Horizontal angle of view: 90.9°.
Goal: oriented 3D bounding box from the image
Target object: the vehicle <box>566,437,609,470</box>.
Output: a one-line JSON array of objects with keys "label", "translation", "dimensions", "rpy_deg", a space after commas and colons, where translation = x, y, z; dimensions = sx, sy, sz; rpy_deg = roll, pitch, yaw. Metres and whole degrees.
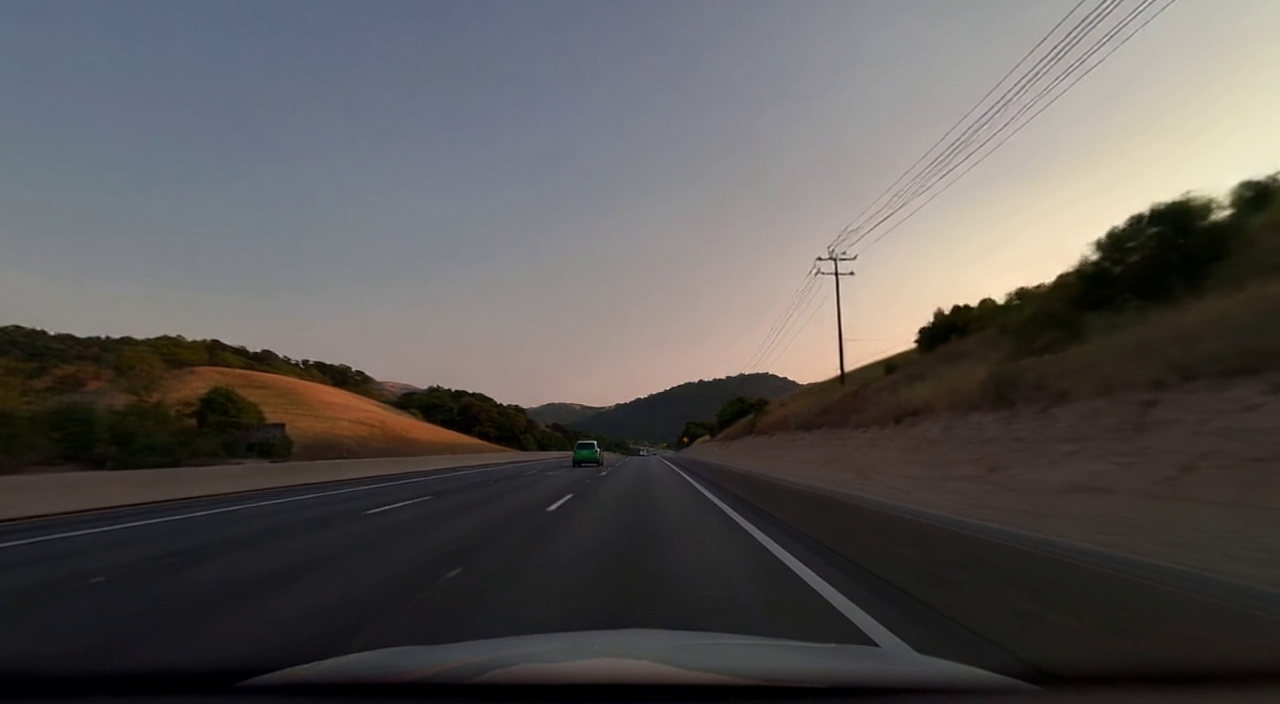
[{"label": "vehicle", "translation": [-3.102, 6.071, 38.024], "dimensions": [2.136, 1.845, 4.515], "rpy_deg": [0, -8, 1]}]

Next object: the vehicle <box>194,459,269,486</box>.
[{"label": "vehicle", "translation": [-25.517, 7.502, 39.578], "dimensions": [1.847, 1.470, 4.288], "rpy_deg": [0, -8, 0]}]
